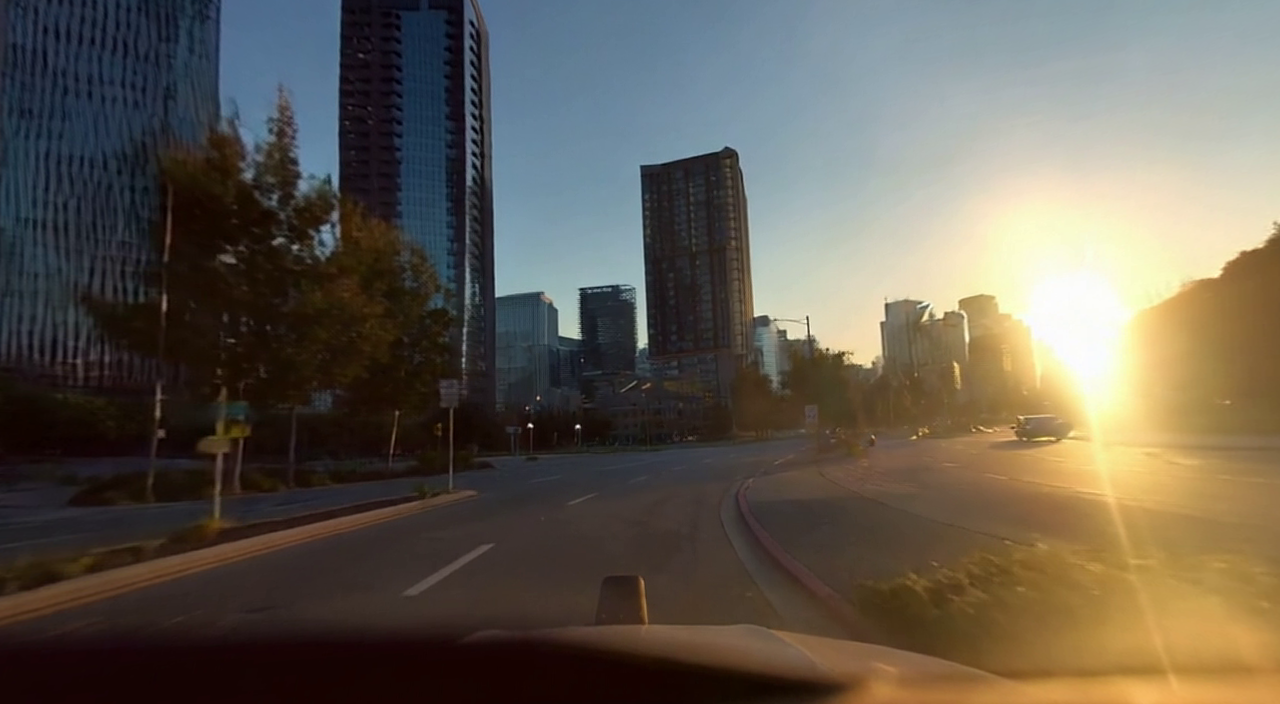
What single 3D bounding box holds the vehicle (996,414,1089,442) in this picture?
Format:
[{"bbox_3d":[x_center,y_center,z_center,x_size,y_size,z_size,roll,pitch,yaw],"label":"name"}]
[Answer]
[{"bbox_3d":[27.405,5.231,43.106,2.014,1.757,4.871,8,-12,-43],"label":"vehicle"}]
